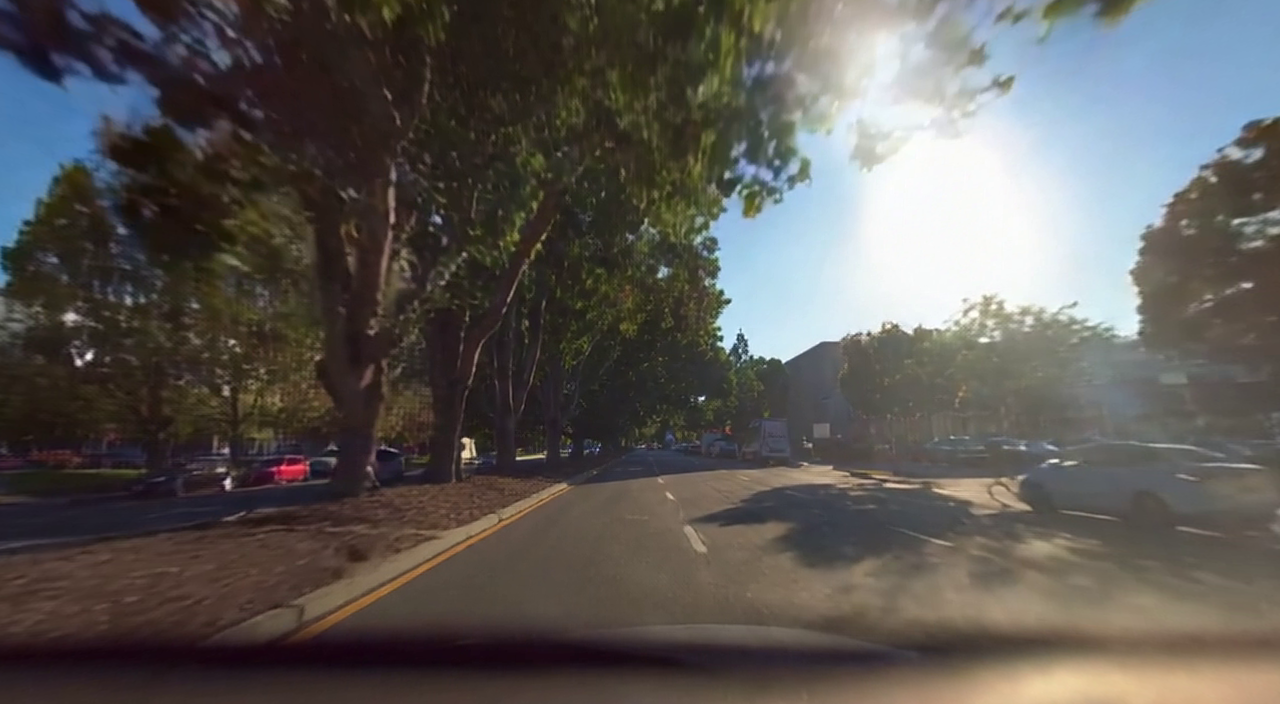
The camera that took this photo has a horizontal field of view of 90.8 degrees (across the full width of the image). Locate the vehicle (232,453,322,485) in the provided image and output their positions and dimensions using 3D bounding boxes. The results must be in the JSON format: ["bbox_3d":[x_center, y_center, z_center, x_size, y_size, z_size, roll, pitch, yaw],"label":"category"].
[{"bbox_3d":[-18.937,6.086,33.241,1.787,1.482,4.645,-1,-9,4],"label":"vehicle"}]

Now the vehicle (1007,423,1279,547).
[{"bbox_3d":[9.503,2.405,11.918,2.303,1.761,4.689,5,-9,-2],"label":"vehicle"}]

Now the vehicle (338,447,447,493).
[{"bbox_3d":[-8.595,4.117,22.456,1.926,1.447,4.547,-1,-9,2],"label":"vehicle"}]

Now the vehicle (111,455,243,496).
[{"bbox_3d":[-19.141,5.102,26.441,1.890,1.468,4.727,0,-9,1],"label":"vehicle"}]

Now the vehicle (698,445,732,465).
[{"bbox_3d":[5.717,7.897,48.516,1.972,1.417,4.239,0,-9,-1],"label":"vehicle"}]

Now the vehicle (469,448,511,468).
[{"bbox_3d":[-10.989,7.780,46.567,1.973,1.442,4.241,0,-9,1],"label":"vehicle"}]
